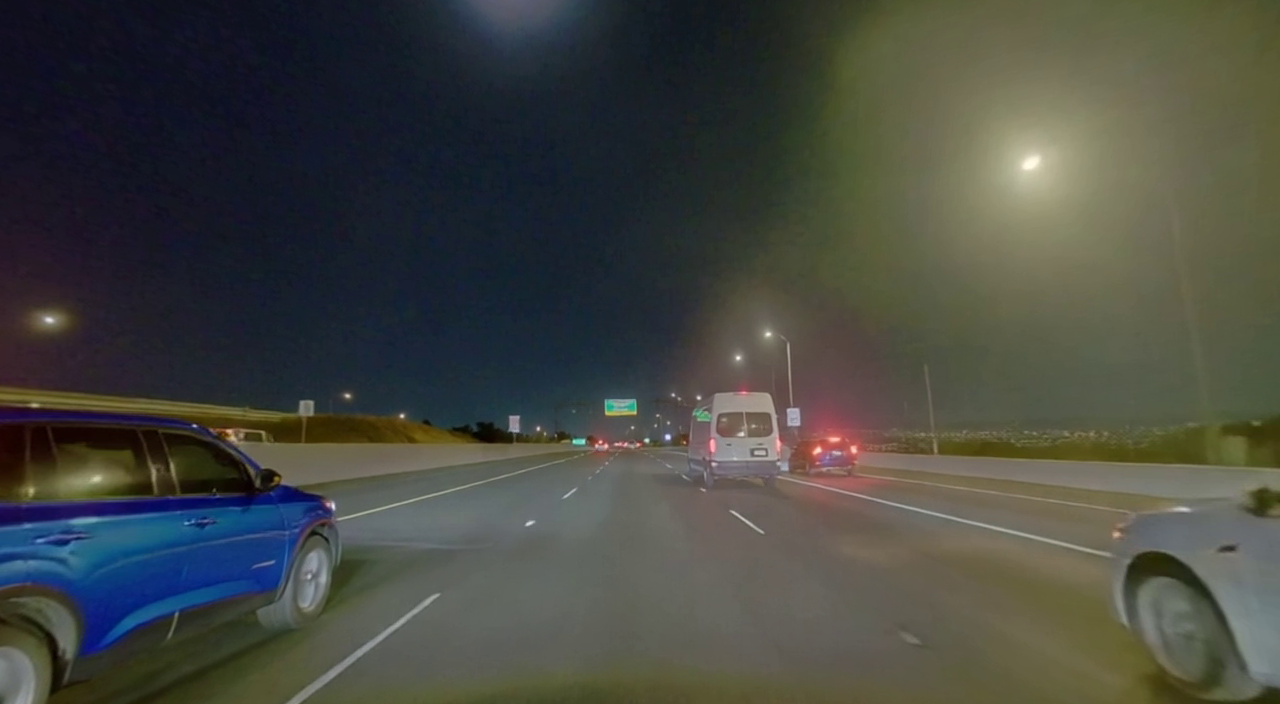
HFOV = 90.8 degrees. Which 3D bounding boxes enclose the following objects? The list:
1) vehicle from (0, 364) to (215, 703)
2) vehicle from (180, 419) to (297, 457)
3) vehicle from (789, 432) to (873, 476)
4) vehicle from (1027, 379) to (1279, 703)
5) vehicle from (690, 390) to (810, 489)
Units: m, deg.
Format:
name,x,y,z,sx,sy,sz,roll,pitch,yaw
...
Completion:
name,x,y,z,sx,sy,sz,roll,pitch,yaw
vehicle,-3.863,0.777,2.084,2.000,1.646,4.201,0,-8,-1
vehicle,-18.091,3.938,28.828,2.044,1.573,4.964,0,-8,1
vehicle,7.614,4.115,25.613,1.978,1.621,4.320,0,-8,-1
vehicle,3.637,0.729,1.573,2.108,1.509,5.059,0,-8,-1
vehicle,3.313,2.903,20.931,2.629,2.718,6.740,0,-8,-1
